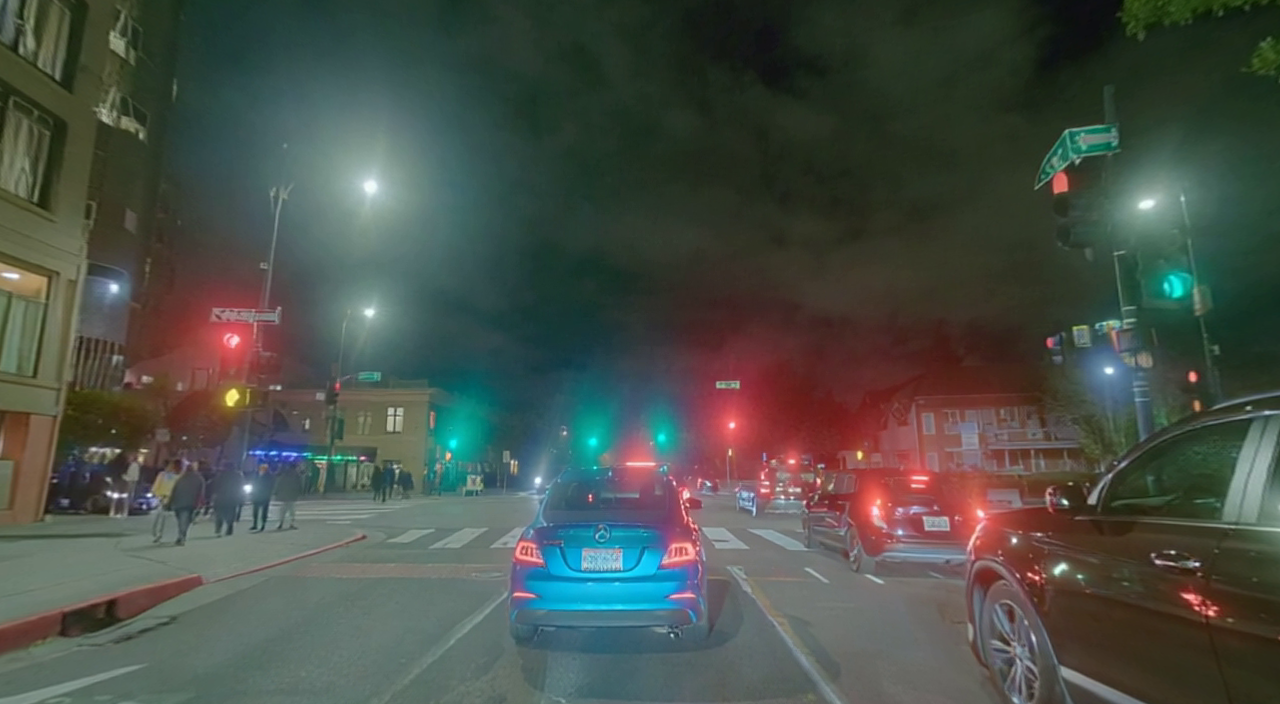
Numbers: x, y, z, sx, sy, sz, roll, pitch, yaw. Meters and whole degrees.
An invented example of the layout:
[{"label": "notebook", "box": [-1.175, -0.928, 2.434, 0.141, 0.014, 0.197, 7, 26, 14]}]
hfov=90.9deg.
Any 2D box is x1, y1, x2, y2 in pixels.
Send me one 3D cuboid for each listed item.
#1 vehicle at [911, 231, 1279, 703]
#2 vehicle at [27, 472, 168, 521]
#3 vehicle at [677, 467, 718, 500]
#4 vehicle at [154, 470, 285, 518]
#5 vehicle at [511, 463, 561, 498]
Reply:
[{"label": "vehicle", "box": [3.213, 0.541, 1.236, 2.632, 1.979, 6.096, 0, -9, 0]}, {"label": "vehicle", "box": [-25.463, 6.771, 29.714, 4.588, 2.048, 2.110, 0, -9, 1]}, {"label": "vehicle", "box": [3.482, 8.039, 38.856, 1.908, 1.741, 4.066, 0, -9, -3]}, {"label": "vehicle", "box": [-19.774, 6.662, 29.754, 4.750, 2.083, 2.002, -1, -9, 3]}, {"label": "vehicle", "box": [-6.347, 7.872, 39.013, 2.226, 1.896, 4.438, -1, -9, 1]}]
